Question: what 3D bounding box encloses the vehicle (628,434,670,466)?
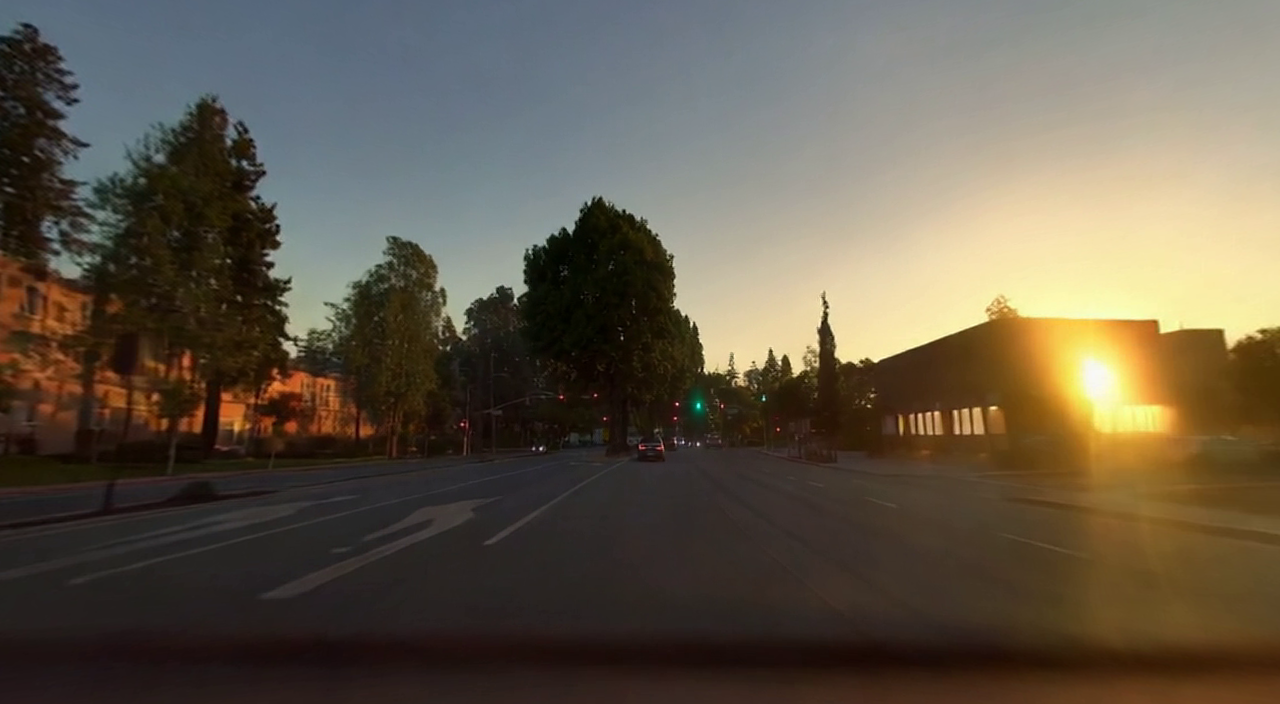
[{"bbox_3d":[0.545,5.236,33.970,2.037,1.568,3.693,0,-8,4],"label":"vehicle"}]
